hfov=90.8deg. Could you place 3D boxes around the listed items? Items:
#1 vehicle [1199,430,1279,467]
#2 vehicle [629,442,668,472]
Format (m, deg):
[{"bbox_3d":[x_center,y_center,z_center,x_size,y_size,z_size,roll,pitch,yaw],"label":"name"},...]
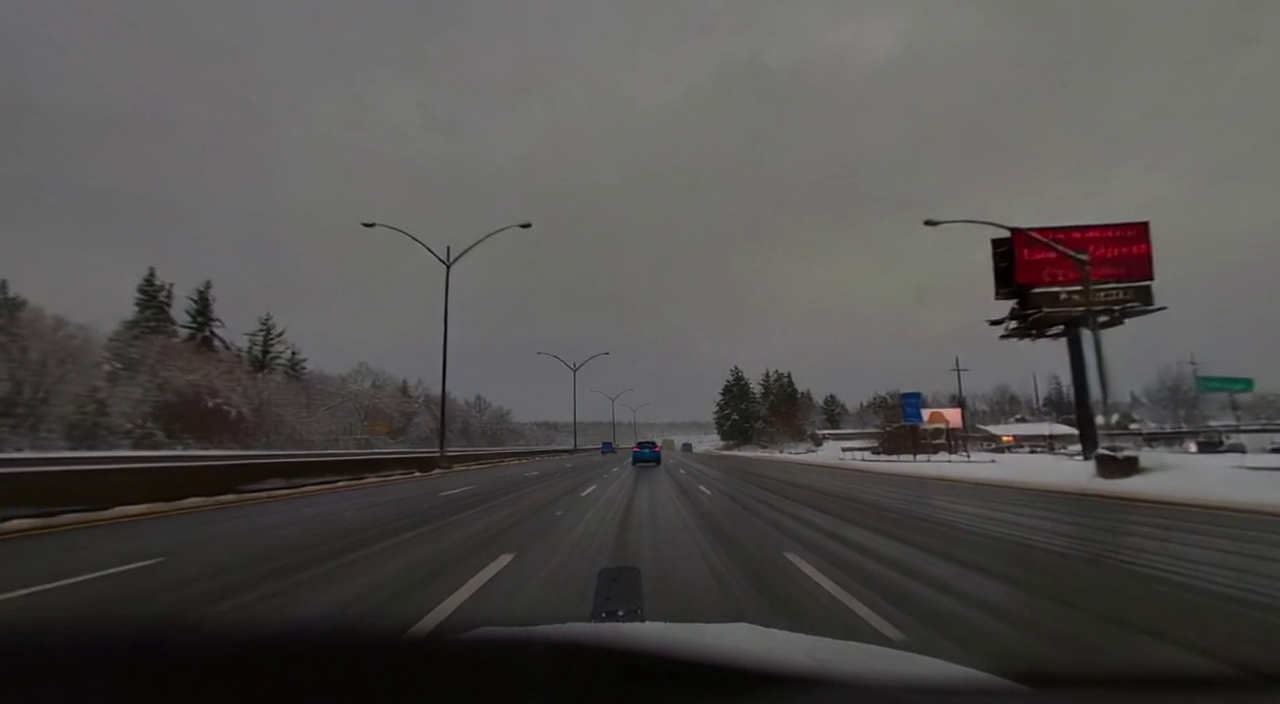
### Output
[{"bbox_3d":[26.787,4.038,26.522,2.072,1.495,4.732,1,-9,-5],"label":"vehicle"},{"bbox_3d":[0.490,5.910,35.854,2.074,1.574,3.971,0,-8,1],"label":"vehicle"}]
